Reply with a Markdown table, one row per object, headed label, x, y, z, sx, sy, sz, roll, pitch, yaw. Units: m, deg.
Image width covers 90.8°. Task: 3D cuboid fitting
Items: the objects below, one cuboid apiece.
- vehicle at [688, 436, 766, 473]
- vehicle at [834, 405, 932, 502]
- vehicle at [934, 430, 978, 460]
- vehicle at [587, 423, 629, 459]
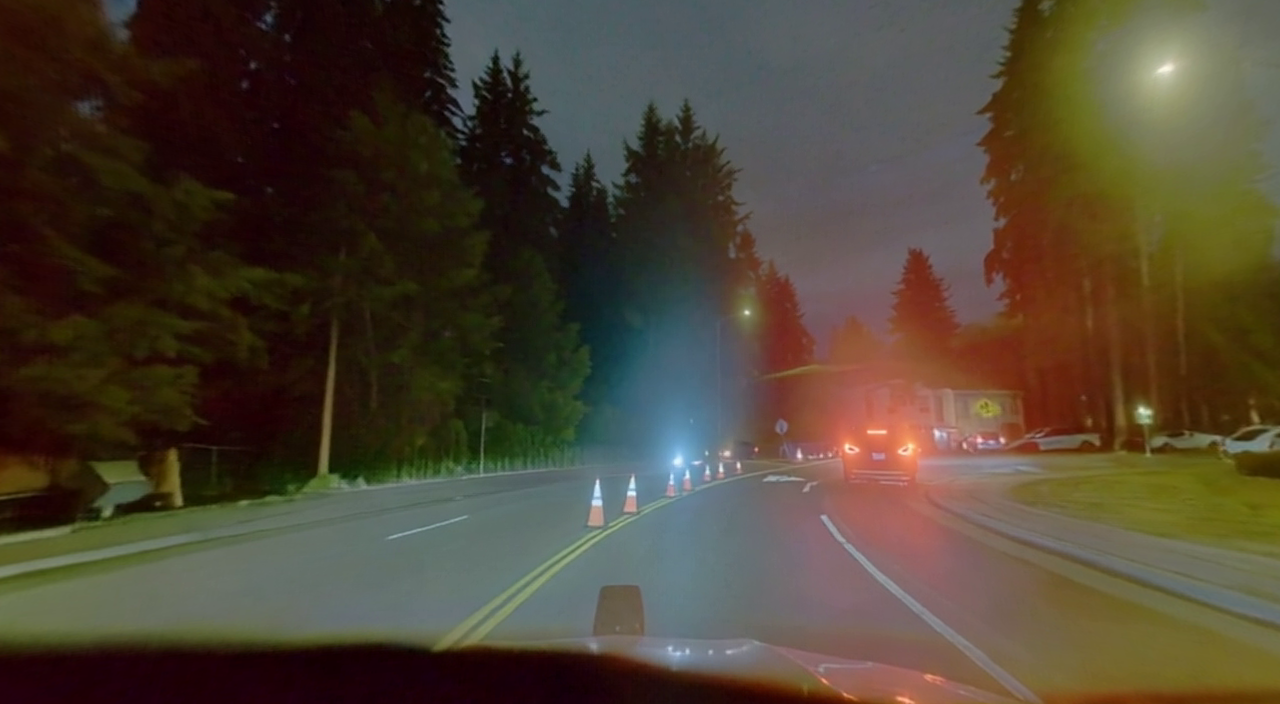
| label | x | y | z | sx | sy | sz | roll | pitch | yaw |
| --- | --- | --- | --- | --- | --- | --- | --- | --- | --- |
| vehicle | 3.837 | 4.357 | 27.194 | 1.933 | 1.428 | 4.449 | -4 | -9 | 27 |
| vehicle | 6.177 | 2.565 | 16.413 | 1.913 | 2.241 | 3.024 | -3 | -7 | 14 |
| vehicle | 20.199 | 5.888 | 40.266 | 2.030 | 1.774 | 3.884 | -5 | -9 | 31 |
| vehicle | -2.338 | 6.565 | 46.699 | 2.665 | 2.465 | 1.532 | 2 | -5 | 11 |
